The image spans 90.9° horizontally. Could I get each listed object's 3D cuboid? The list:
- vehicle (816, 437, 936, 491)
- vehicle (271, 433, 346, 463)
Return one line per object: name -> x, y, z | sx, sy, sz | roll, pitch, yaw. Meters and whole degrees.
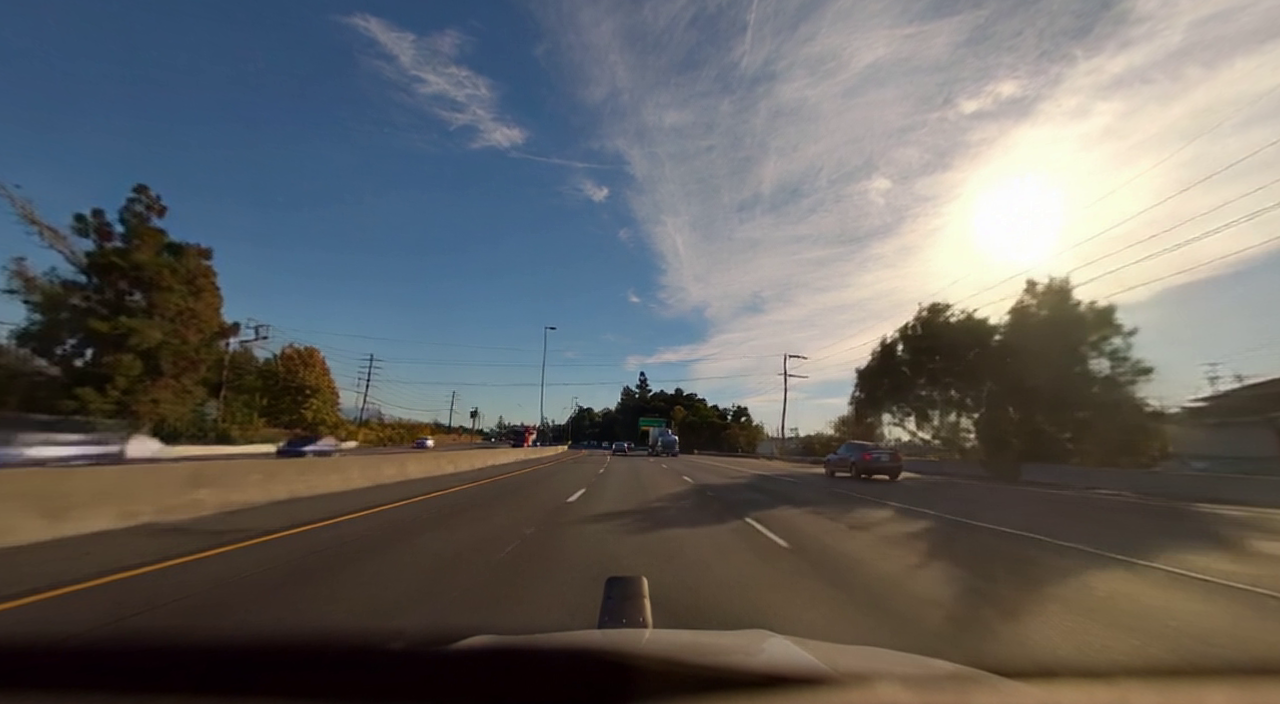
vehicle -> 7.172, 3.426, 19.753 | 1.905, 1.480, 4.624 | 0, -8, -1
vehicle -> -18.998, 5.518, 36.417 | 1.956, 1.575, 4.647 | 0, -8, -2
